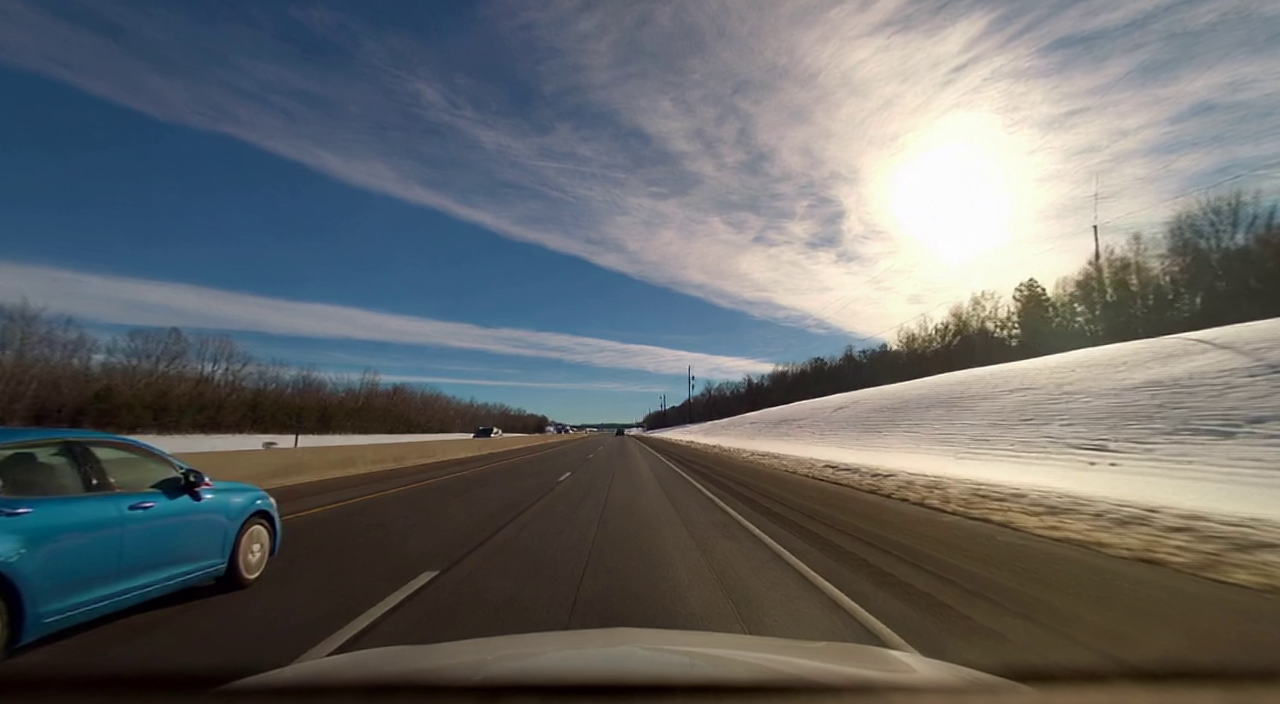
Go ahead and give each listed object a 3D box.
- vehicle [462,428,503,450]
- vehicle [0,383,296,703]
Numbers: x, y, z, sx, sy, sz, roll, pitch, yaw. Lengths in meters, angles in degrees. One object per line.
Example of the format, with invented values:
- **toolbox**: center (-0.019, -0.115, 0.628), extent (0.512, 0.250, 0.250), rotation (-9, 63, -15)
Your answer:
- **vehicle**: center (-11.650, 6.469, 46.826), extent (1.933, 1.526, 4.646), rotation (0, -8, -1)
- **vehicle**: center (-3.921, 0.974, 3.284), extent (1.999, 1.536, 3.969), rotation (0, -8, -1)
